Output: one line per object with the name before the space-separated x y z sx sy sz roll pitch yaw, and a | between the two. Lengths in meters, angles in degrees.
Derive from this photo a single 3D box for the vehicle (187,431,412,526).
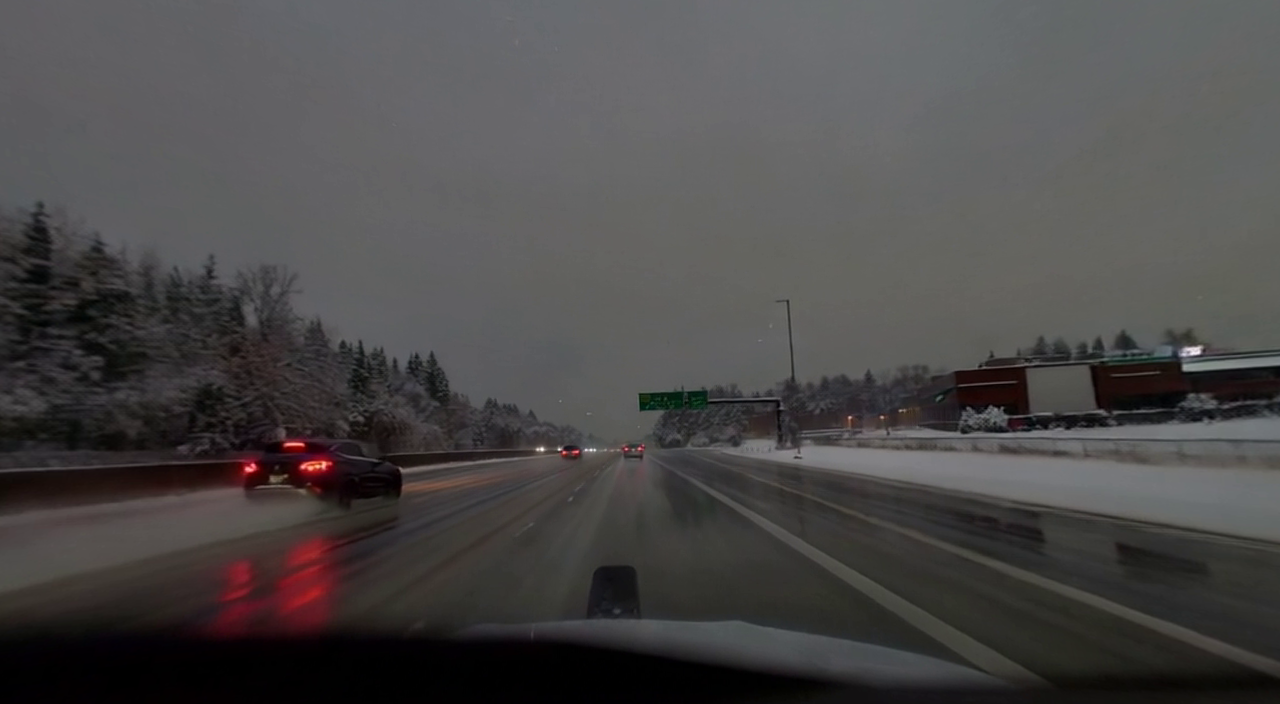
vehicle | -6.708 2.526 13.256 2.016 1.606 4.806 0 -9 0
